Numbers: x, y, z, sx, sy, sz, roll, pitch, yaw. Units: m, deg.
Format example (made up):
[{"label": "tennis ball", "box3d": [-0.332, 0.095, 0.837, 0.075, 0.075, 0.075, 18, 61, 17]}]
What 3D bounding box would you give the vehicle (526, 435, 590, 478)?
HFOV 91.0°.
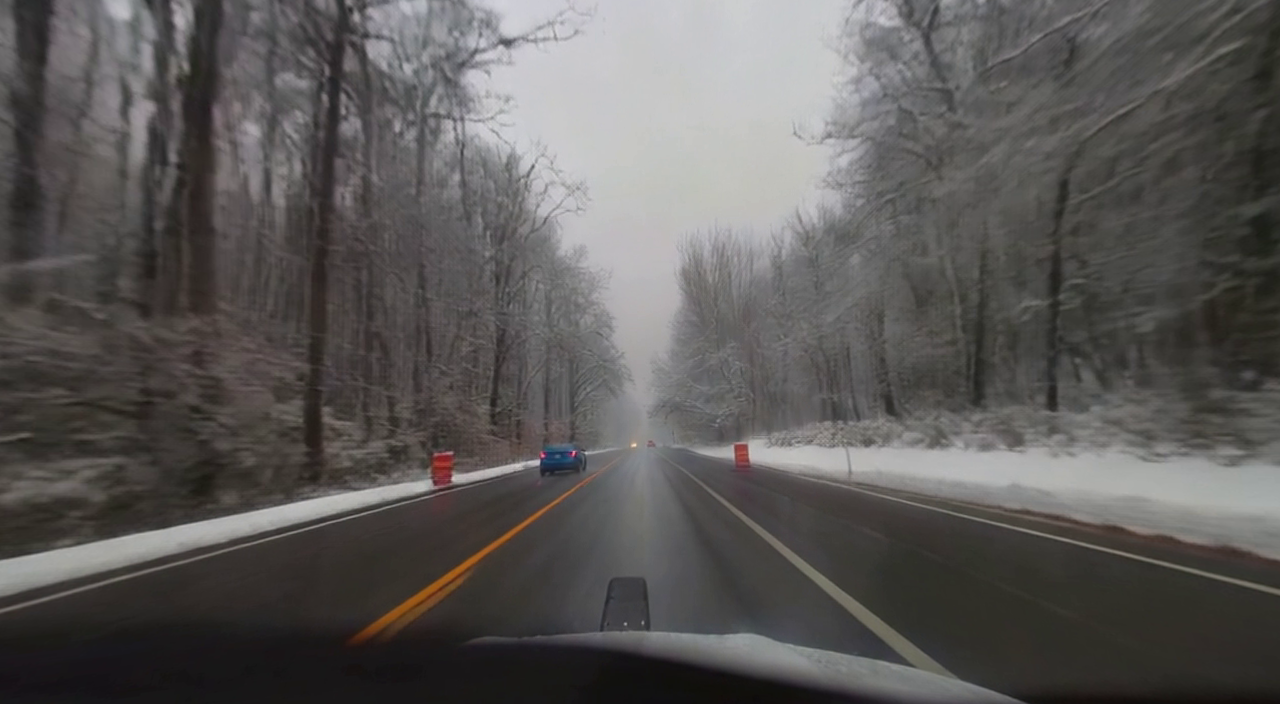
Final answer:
[{"label": "vehicle", "box3d": [-3.088, 4.034, 24.589, 1.902, 1.505, 4.016, 0, -8, 1]}]
